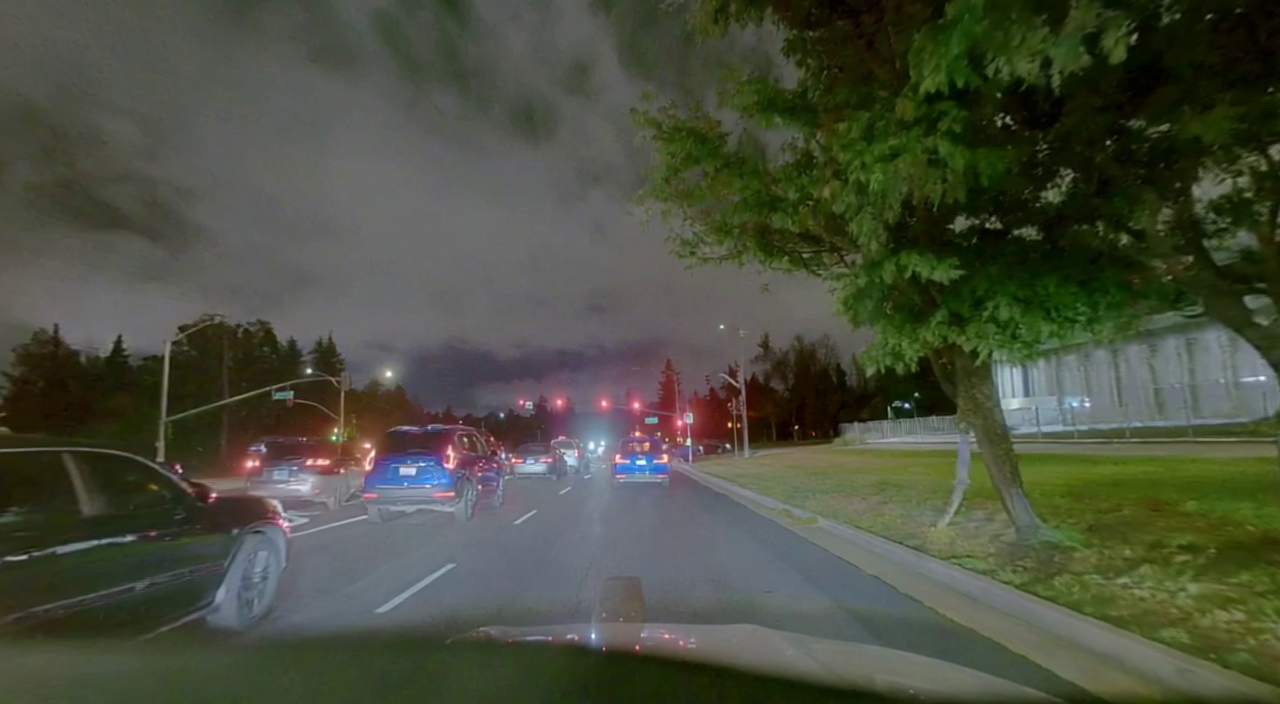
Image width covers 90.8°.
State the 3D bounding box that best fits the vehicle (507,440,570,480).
[{"bbox_3d":[-4.157,4.486,26.479,1.942,1.523,4.212,0,-9,0],"label":"vehicle"}]

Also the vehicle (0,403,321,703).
[{"bbox_3d":[-3.694,1.060,3.165,2.007,1.512,4.279,0,-9,-1],"label":"vehicle"}]

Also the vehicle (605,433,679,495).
[{"bbox_3d":[0.039,3.426,19.700,2.055,1.681,4.270,0,-9,0],"label":"vehicle"}]

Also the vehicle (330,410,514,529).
[{"bbox_3d":[-4.115,2.333,13.082,2.088,1.947,5.119,0,-9,-1],"label":"vehicle"}]
